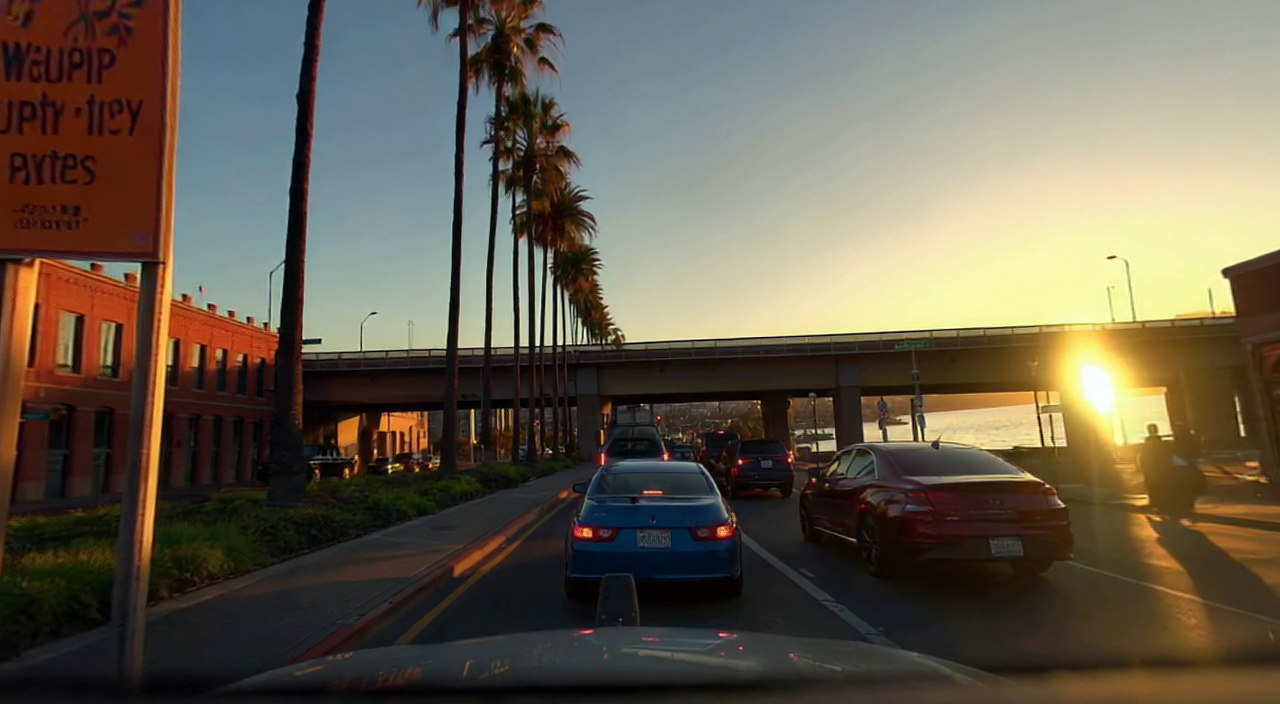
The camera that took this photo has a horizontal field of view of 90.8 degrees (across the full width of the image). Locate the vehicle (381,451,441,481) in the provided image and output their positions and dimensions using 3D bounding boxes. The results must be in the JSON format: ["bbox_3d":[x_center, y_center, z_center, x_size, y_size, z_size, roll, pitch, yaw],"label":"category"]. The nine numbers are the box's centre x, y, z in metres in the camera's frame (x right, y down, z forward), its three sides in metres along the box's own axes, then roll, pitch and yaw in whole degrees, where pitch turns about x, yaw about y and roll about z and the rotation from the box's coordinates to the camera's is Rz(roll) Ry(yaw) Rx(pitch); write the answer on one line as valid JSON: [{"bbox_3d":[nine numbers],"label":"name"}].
[{"bbox_3d":[-14.968,7.468,41.677,2.104,1.802,4.852,0,-9,1],"label":"vehicle"}]

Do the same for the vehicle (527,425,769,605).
[{"bbox_3d":[0.060,1.671,7.284,2.048,1.503,3.681,0,-9,0],"label":"vehicle"}]

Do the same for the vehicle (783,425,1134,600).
[{"bbox_3d":[3.263,1.720,7.722,1.920,1.490,4.417,0,-9,-1],"label":"vehicle"}]
